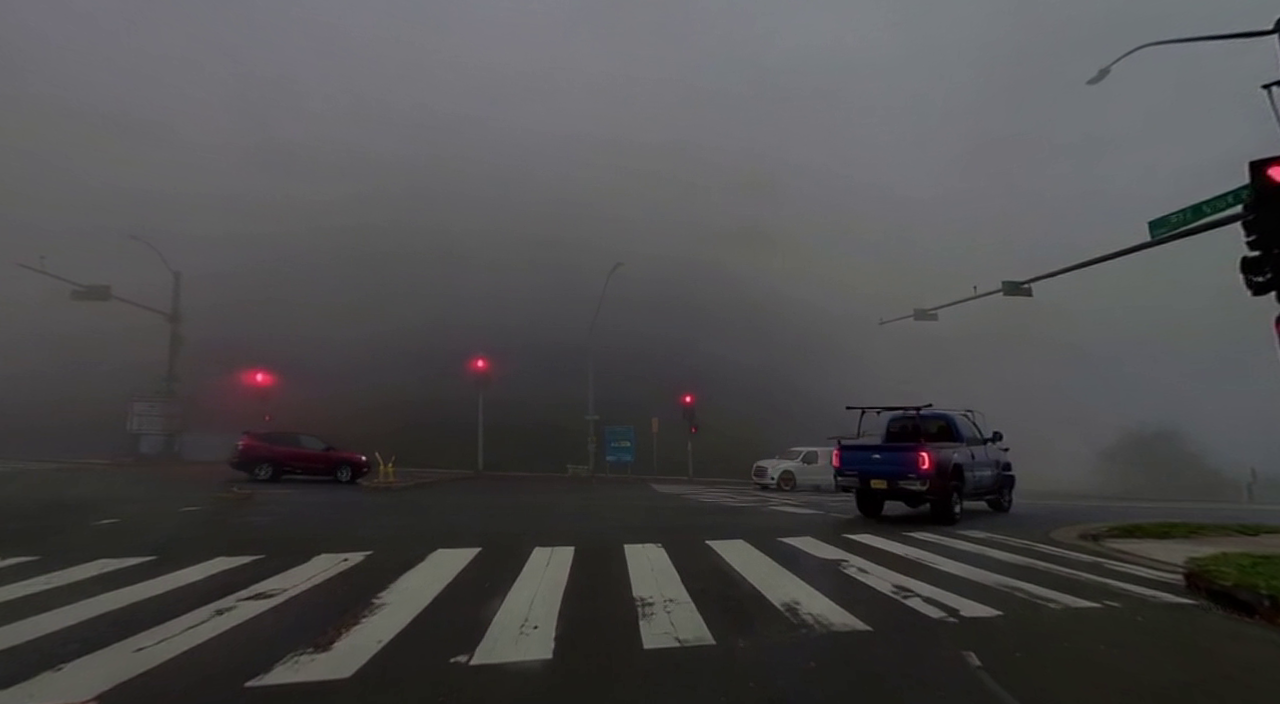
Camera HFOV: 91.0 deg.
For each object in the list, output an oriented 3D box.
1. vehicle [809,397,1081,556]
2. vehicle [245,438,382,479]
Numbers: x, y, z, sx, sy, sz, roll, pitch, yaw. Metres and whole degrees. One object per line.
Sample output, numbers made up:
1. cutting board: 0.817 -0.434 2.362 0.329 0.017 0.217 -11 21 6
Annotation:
1. vehicle: 6.359 2.357 12.755 5.978 2.400 2.851 8 -12 -43
2. vehicle: -13.554 4.424 26.474 1.964 1.525 4.750 -4 -10 28
